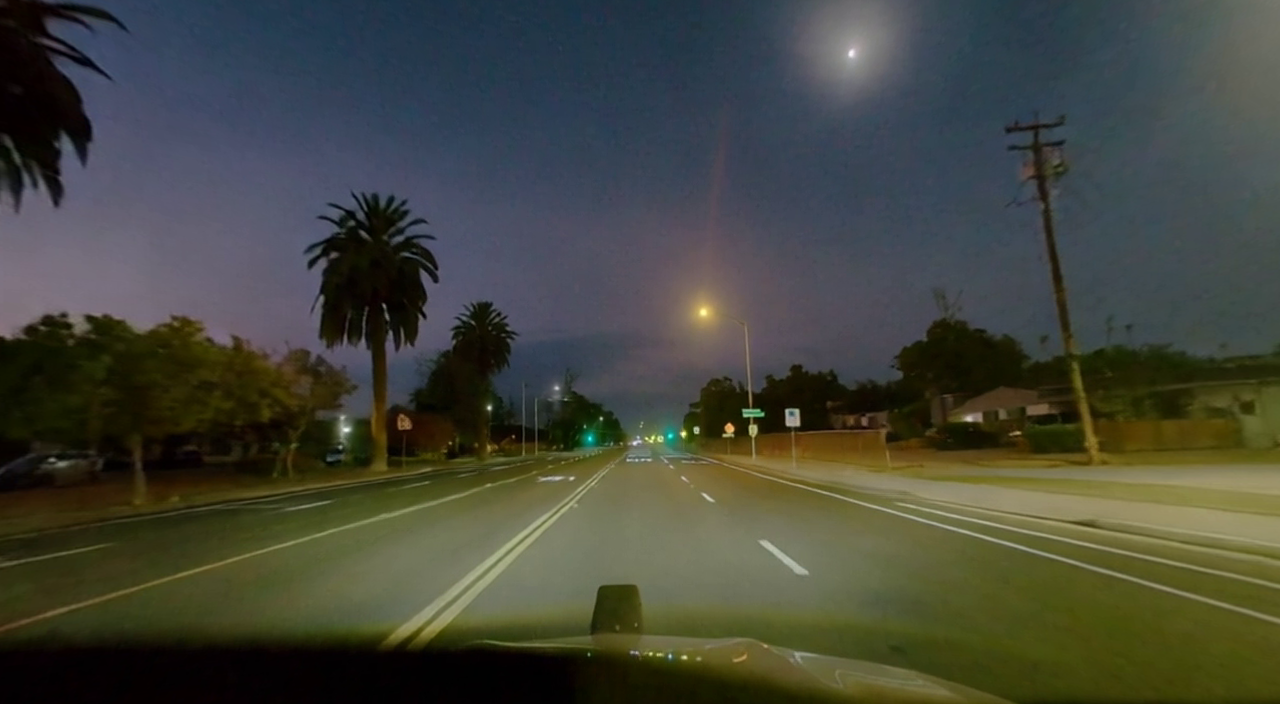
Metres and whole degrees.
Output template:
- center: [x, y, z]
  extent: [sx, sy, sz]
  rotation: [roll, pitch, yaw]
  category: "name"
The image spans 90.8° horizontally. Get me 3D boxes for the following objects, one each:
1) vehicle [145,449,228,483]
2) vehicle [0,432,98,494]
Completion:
- center: [-26.054, 6.564, 36.263]
  extent: [4.546, 1.479, 2.103]
  rotation: [-9, -8, 28]
  category: "vehicle"
- center: [-31.565, 5.796, 33.756]
  extent: [3.668, 2.687, 5.473]
  rotation: [0, -6, -43]
  category: "vehicle"
